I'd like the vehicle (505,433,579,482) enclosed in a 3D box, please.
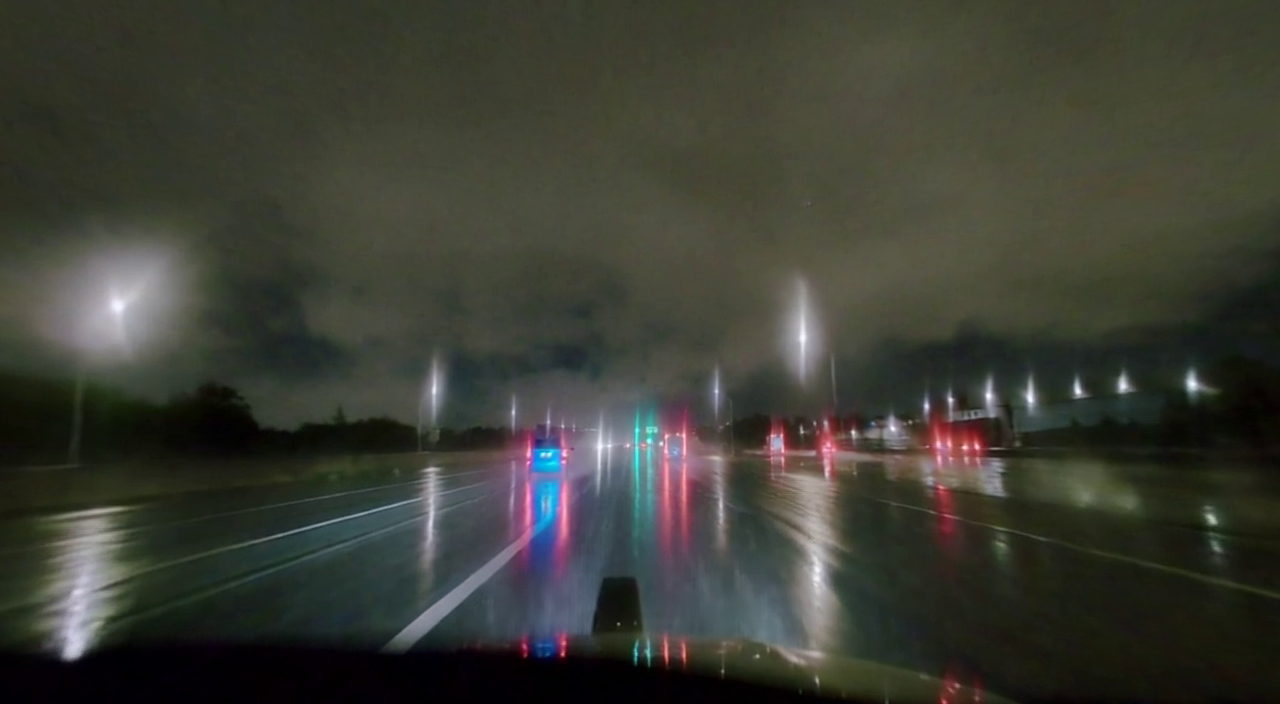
[{"bbox_3d":[-3.837,4.261,25.778,2.205,1.773,5.124,0,-9,0],"label":"vehicle"}]
